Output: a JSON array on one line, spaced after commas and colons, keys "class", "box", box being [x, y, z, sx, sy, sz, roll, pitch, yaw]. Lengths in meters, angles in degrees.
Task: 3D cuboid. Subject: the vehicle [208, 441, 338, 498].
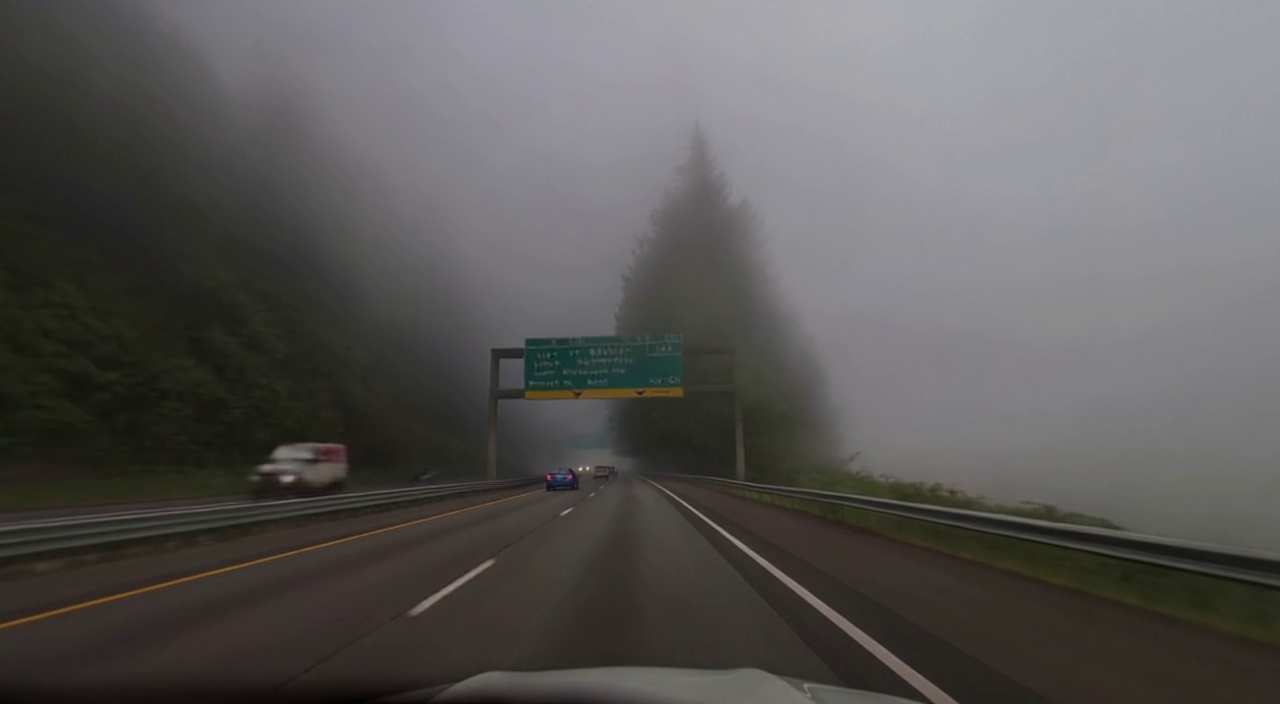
[{"class": "vehicle", "box": [-17.147, 5.586, 30.023, 2.362, 2.411, 6.145, 1, -10, 1]}]

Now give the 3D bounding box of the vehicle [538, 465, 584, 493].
[{"class": "vehicle", "box": [-4.353, 7.102, 35.418, 1.995, 1.467, 4.467, 1, -10, 0]}]
